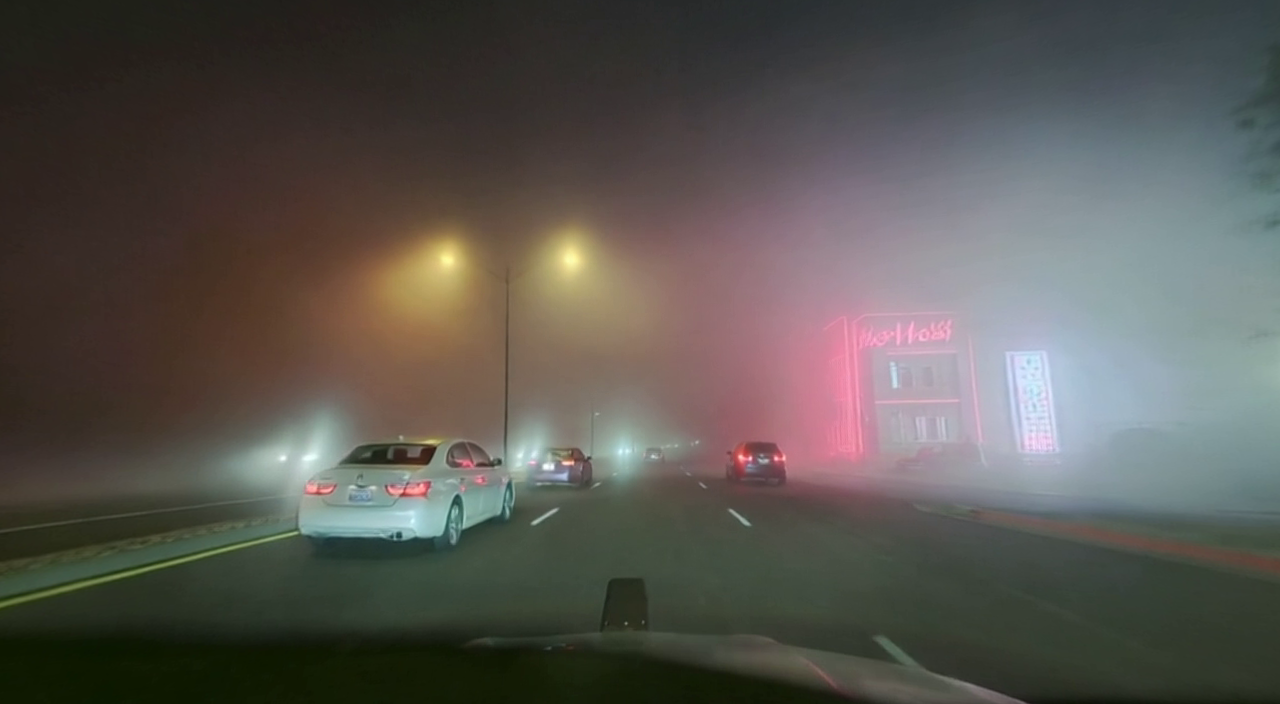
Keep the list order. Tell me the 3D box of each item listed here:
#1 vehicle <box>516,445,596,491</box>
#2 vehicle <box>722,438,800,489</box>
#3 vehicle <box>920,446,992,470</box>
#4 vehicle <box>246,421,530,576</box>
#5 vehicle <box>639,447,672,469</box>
[{"bbox_3d":[-2.849,4.029,22.289,1.980,1.454,4.226,-1,-9,4],"label":"vehicle"},{"bbox_3d":[4.346,4.073,23.294,2.103,1.699,4.171,0,-9,1],"label":"vehicle"},{"bbox_3d":[18.589,6.232,37.121,3.368,1.389,1.595,1,-9,-9],"label":"vehicle"},{"bbox_3d":[-2.972,1.844,8.739,2.118,1.568,4.436,0,-9,0],"label":"vehicle"},{"bbox_3d":[1.116,7.285,43.493,2.164,1.477,3.988,0,-9,2],"label":"vehicle"}]
